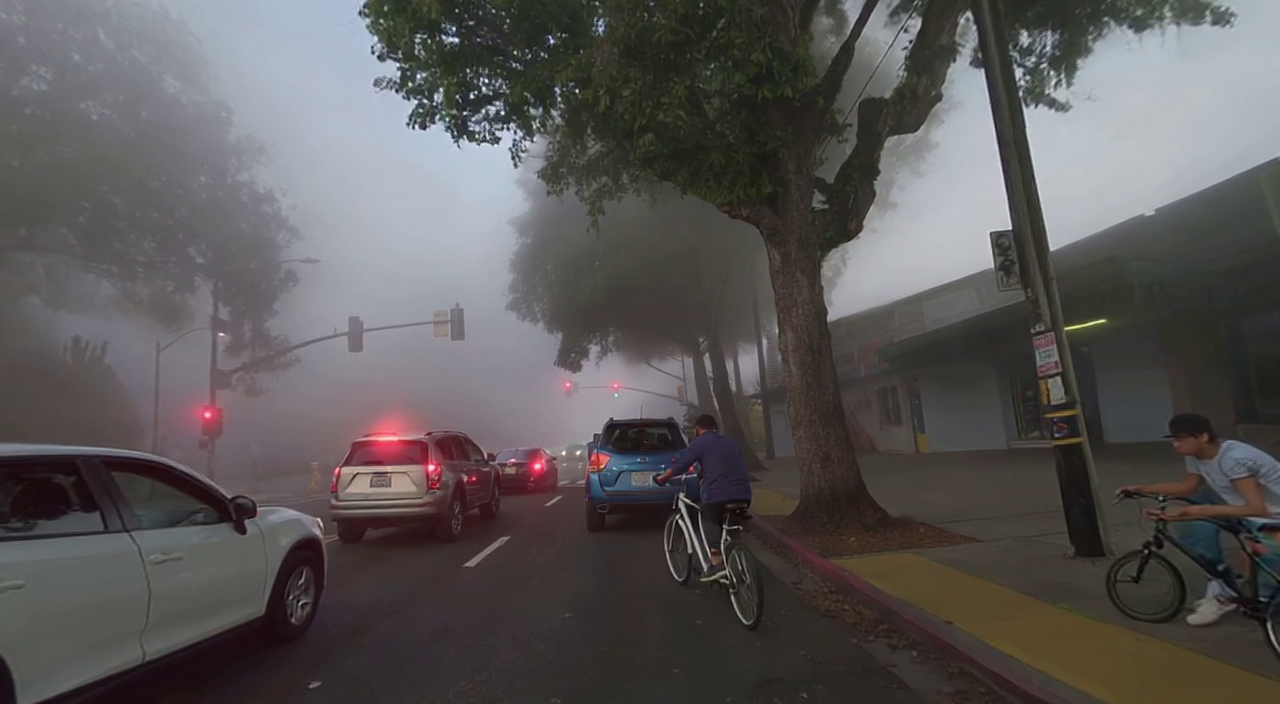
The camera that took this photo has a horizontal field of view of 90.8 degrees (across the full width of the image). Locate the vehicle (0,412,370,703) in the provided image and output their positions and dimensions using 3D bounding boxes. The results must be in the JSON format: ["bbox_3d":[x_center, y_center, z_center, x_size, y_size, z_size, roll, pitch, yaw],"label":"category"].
[{"bbox_3d":[-3.557,1.170,3.690,2.064,1.486,4.140,0,-9,1],"label":"vehicle"}]

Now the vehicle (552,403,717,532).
[{"bbox_3d":[-0.118,2.085,11.884,2.426,1.882,5.027,0,-9,-1],"label":"vehicle"}]

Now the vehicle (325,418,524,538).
[{"bbox_3d":[-3.599,2.199,11.610,2.046,1.750,4.452,0,-9,0],"label":"vehicle"}]
